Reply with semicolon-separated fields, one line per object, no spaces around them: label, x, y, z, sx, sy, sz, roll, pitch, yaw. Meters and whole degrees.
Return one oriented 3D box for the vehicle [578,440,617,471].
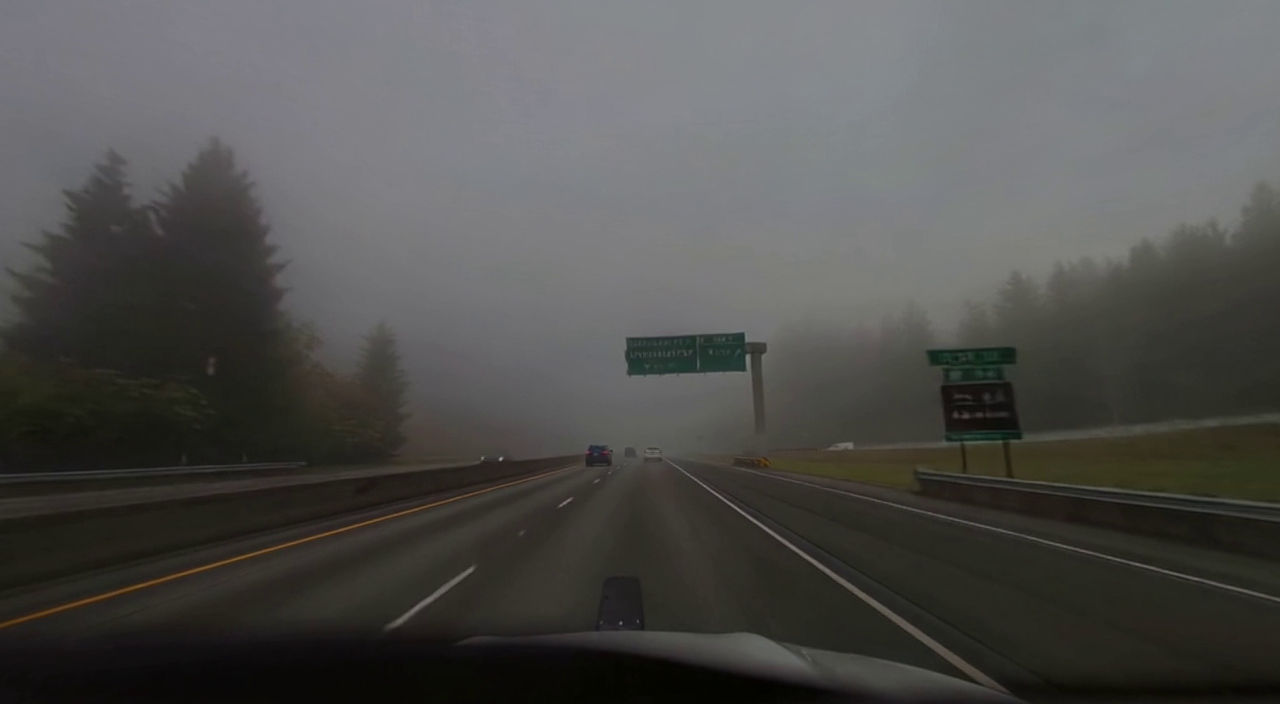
vehicle;-2.723;6.759;41.363;2.143;1.853;4.123;0;-9;2
